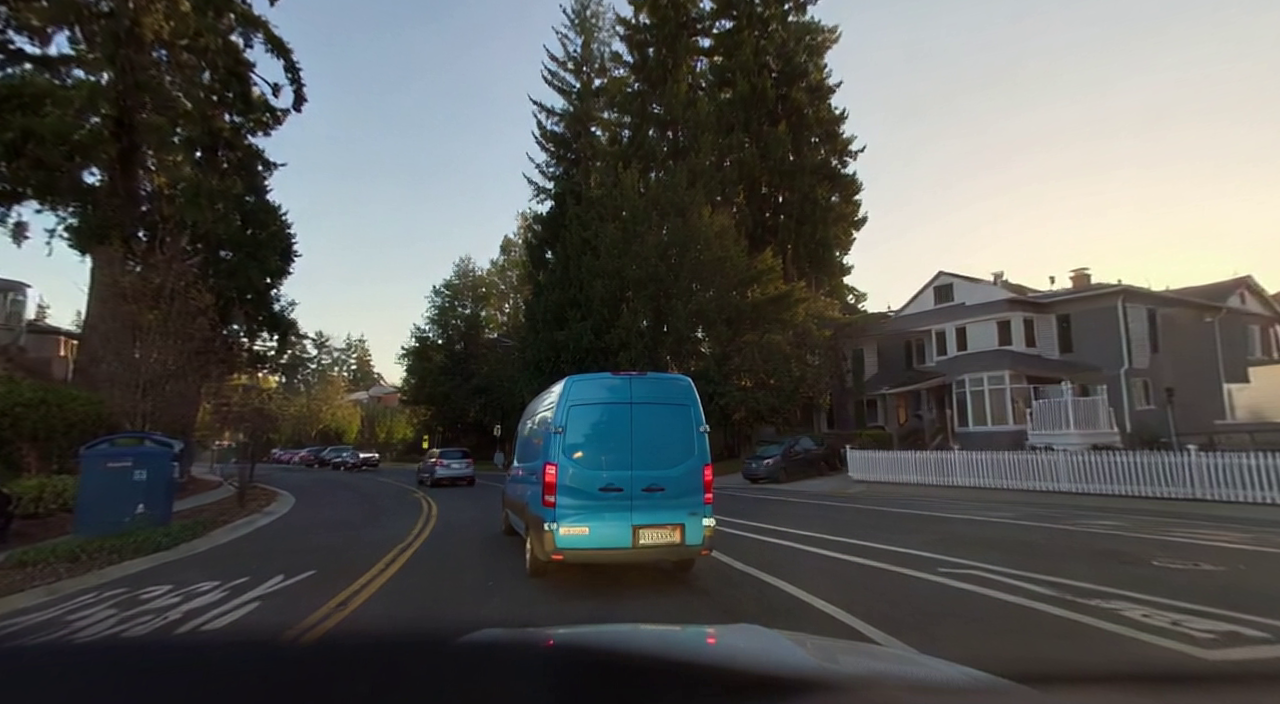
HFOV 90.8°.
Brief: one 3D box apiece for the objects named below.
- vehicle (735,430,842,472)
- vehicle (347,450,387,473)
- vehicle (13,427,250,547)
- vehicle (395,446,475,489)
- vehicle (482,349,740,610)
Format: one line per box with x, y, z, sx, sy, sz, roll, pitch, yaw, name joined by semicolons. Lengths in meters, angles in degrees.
6.746;4.469;28.575;4.559;1.754;1.985;5;-10;-31;vehicle
-19.270;7.648;44.462;1.911;1.493;4.291;5;-10;-31;vehicle
-9.875;2.581;12.978;2.228;1.871;5.492;3;-9;-22;vehicle
-7.885;4.320;24.007;2.008;1.445;4.386;5;-10;-29;vehicle
-0.768;1.411;7.803;2.213;2.124;4.809;2;-9;-14;vehicle
